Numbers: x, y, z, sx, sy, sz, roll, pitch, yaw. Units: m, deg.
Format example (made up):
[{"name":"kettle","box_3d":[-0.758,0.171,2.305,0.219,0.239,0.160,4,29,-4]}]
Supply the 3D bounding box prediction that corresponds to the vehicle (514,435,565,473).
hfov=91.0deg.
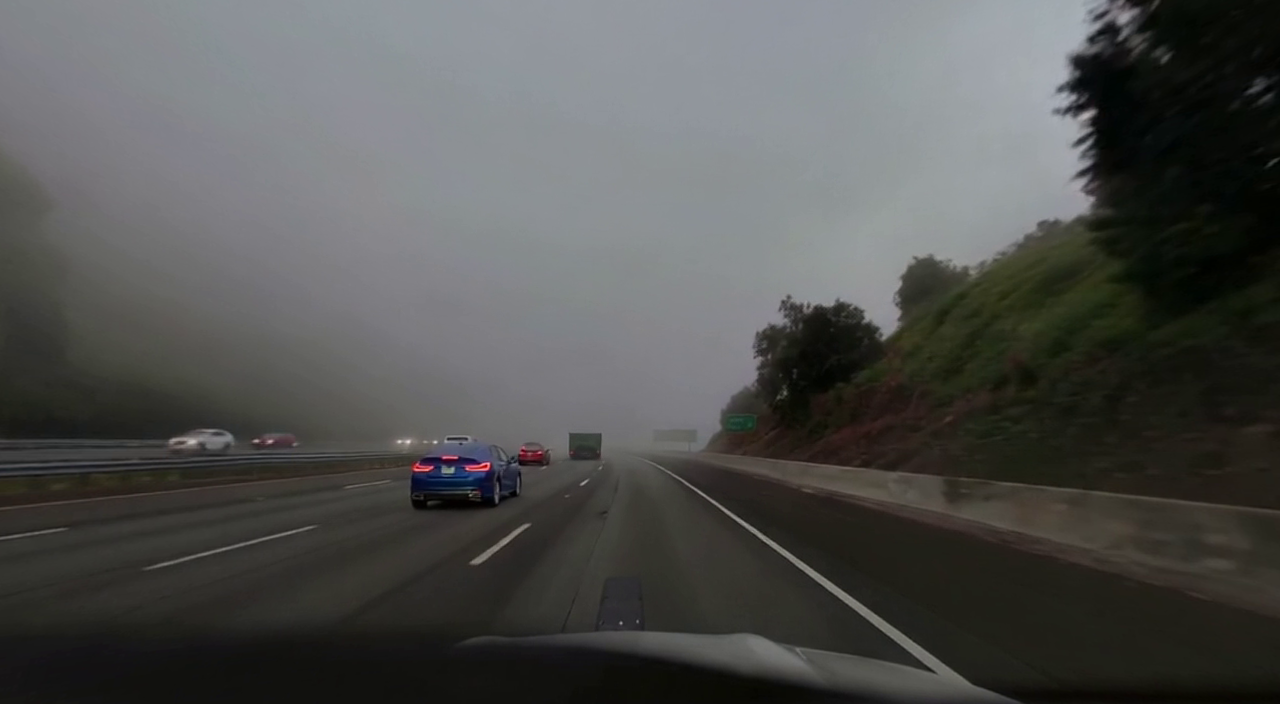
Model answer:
[{"name":"vehicle","box_3d":[-5.052,5.191,32.193,2.081,1.740,4.268,1,-9,-2]}]

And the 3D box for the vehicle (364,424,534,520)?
[{"name":"vehicle","box_3d":[-3.818,2.506,13.658,2.180,1.685,4.668,0,-9,0]}]
